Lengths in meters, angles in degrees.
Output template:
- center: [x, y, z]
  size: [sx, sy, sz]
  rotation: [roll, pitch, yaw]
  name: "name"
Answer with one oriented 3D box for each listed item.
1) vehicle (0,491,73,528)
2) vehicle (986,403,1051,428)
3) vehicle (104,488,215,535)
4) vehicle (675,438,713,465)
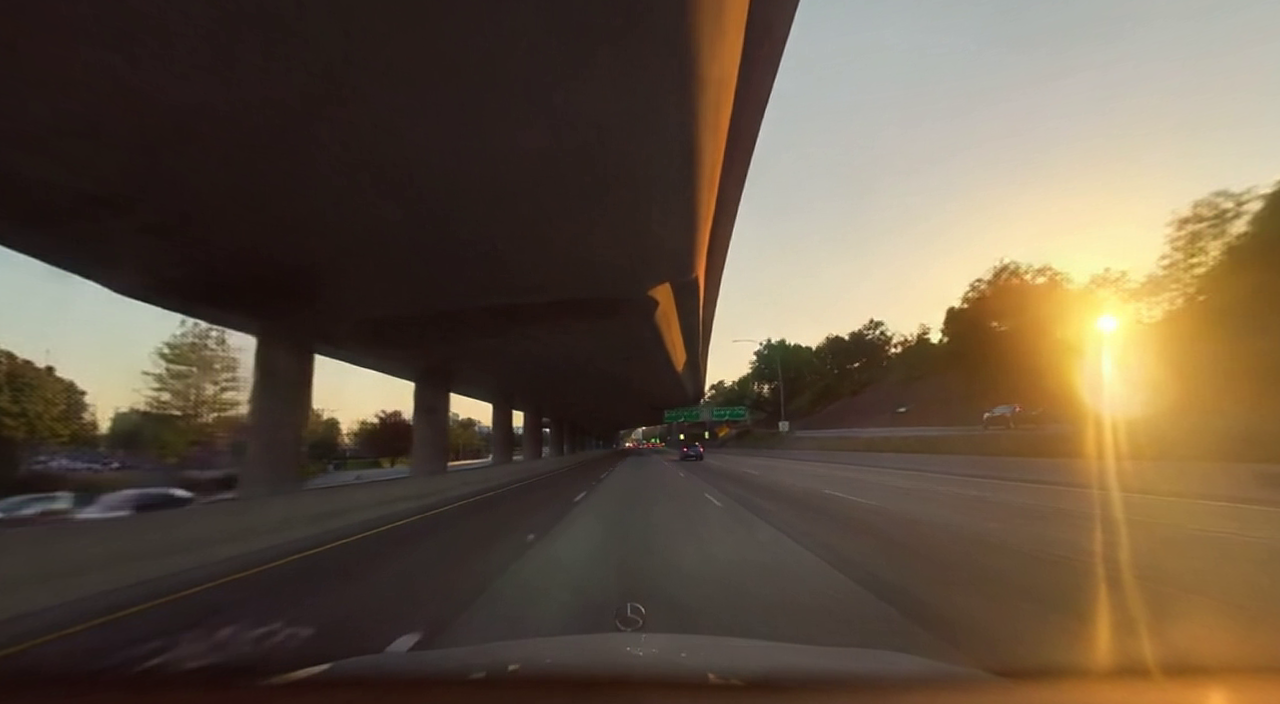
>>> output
- center: [-34.701, 8.771, 35.274]
  size: [1.893, 1.612, 4.413]
  rotation: [0, -8, -3]
  name: "vehicle"
- center: [25.959, 4.399, 43.403]
  size: [1.887, 1.537, 3.996]
  rotation: [0, -8, -2]
  name: "vehicle"
- center: [-20.749, 6.869, 27.457]
  size: [1.740, 1.594, 3.888]
  rotation: [0, -8, -1]
  name: "vehicle"
- center: [3.607, 6.754, 43.044]
  size: [2.099, 1.748, 4.331]
  rotation: [0, -8, -2]
  name: "vehicle"
